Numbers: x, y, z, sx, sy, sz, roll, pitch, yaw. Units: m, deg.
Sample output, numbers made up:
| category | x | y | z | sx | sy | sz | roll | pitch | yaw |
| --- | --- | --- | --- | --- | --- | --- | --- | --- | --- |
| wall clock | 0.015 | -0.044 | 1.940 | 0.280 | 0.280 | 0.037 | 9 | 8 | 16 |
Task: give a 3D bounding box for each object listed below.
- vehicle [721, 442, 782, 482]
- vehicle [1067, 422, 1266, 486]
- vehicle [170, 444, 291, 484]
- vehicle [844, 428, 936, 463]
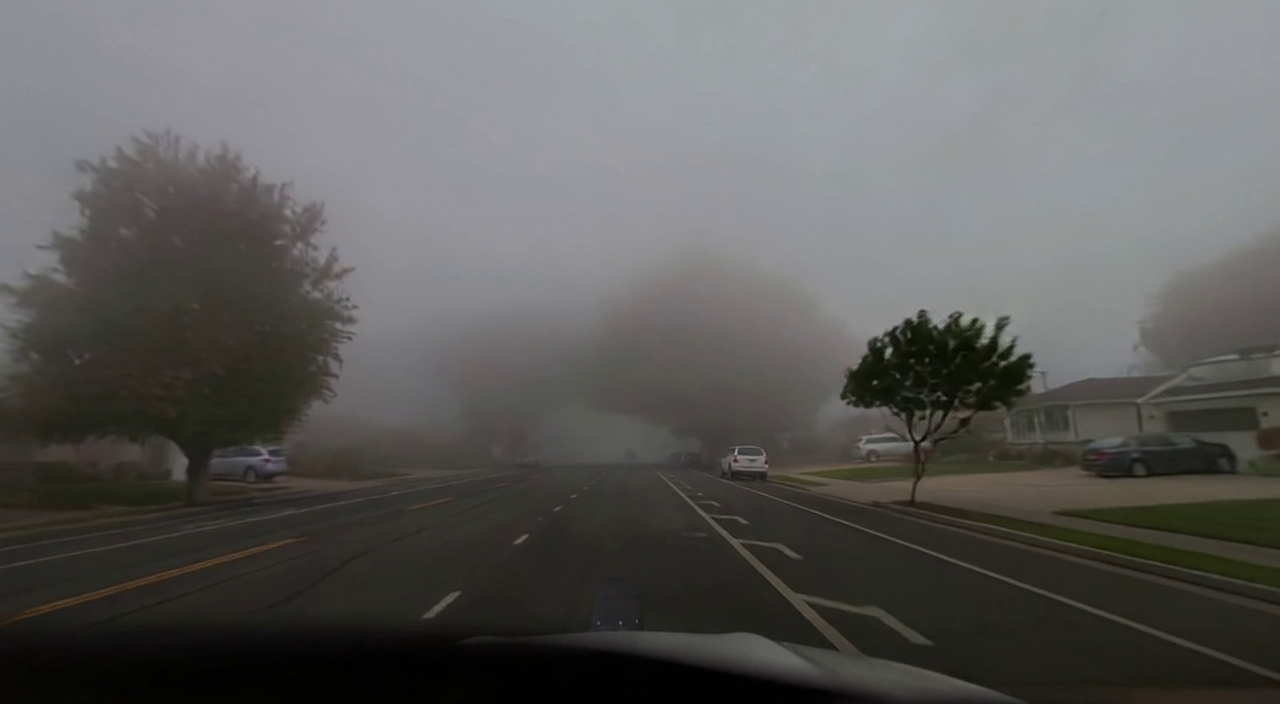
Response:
| category | x | y | z | sx | sy | sz | roll | pitch | yaw |
| --- | --- | --- | --- | --- | --- | --- | --- | --- | --- |
| vehicle | 5.097 | 5.084 | 29.553 | 2.001 | 1.693 | 4.311 | 0 | -9 | -1 |
| vehicle | 15.386 | 3.002 | 18.677 | 4.010 | 1.751 | 1.922 | -1 | -9 | 3 |
| vehicle | -20.383 | 5.583 | 31.614 | 4.564 | 1.895 | 2.221 | -1 | -9 | 6 |
| vehicle | 15.841 | 5.983 | 40.255 | 4.921 | 2.117 | 2.249 | -1 | -9 | 2 |
